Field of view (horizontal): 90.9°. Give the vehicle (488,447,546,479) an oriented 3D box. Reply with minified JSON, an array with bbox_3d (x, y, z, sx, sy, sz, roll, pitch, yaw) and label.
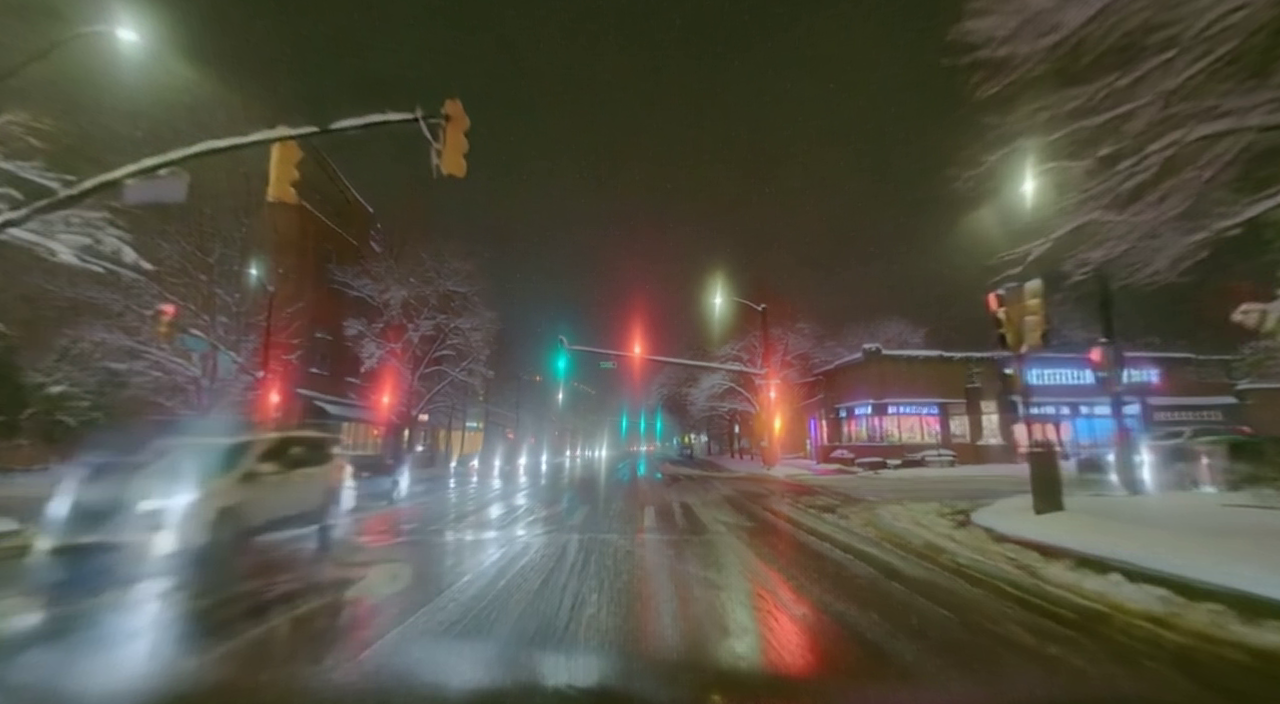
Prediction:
[{"bbox_3d":[-6.137,5.537,31.868,2.007,1.478,4.328,0,-8,1],"label":"vehicle"}]

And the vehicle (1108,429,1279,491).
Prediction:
[{"bbox_3d":[16.583,3.099,18.301,4.299,1.679,2.011,0,-8,1],"label":"vehicle"}]

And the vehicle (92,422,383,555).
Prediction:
[{"bbox_3d":[-6.321,2.160,10.731,2.041,1.756,4.392,0,-8,0],"label":"vehicle"}]

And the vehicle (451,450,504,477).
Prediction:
[{"bbox_3d":[-10.049,6.932,39.300,1.919,1.518,4.360,-1,-8,3],"label":"vehicle"}]
